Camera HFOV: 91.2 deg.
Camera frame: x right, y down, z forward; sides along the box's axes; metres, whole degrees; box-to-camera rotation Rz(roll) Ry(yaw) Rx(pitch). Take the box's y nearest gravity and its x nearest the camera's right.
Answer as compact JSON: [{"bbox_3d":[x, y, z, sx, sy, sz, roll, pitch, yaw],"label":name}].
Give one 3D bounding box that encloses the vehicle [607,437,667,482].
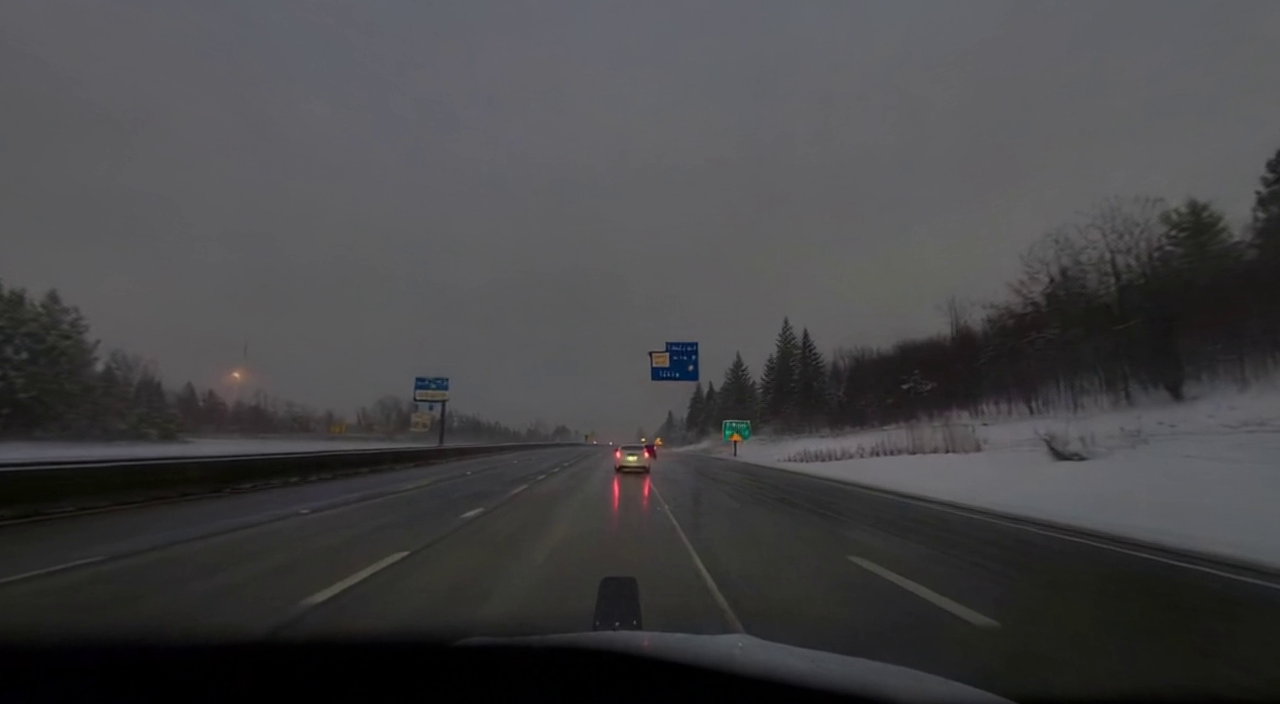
[{"bbox_3d":[-0.027,3.974,23.410,2.055,1.509,4.255,-1,-8,2],"label":"vehicle"}]
